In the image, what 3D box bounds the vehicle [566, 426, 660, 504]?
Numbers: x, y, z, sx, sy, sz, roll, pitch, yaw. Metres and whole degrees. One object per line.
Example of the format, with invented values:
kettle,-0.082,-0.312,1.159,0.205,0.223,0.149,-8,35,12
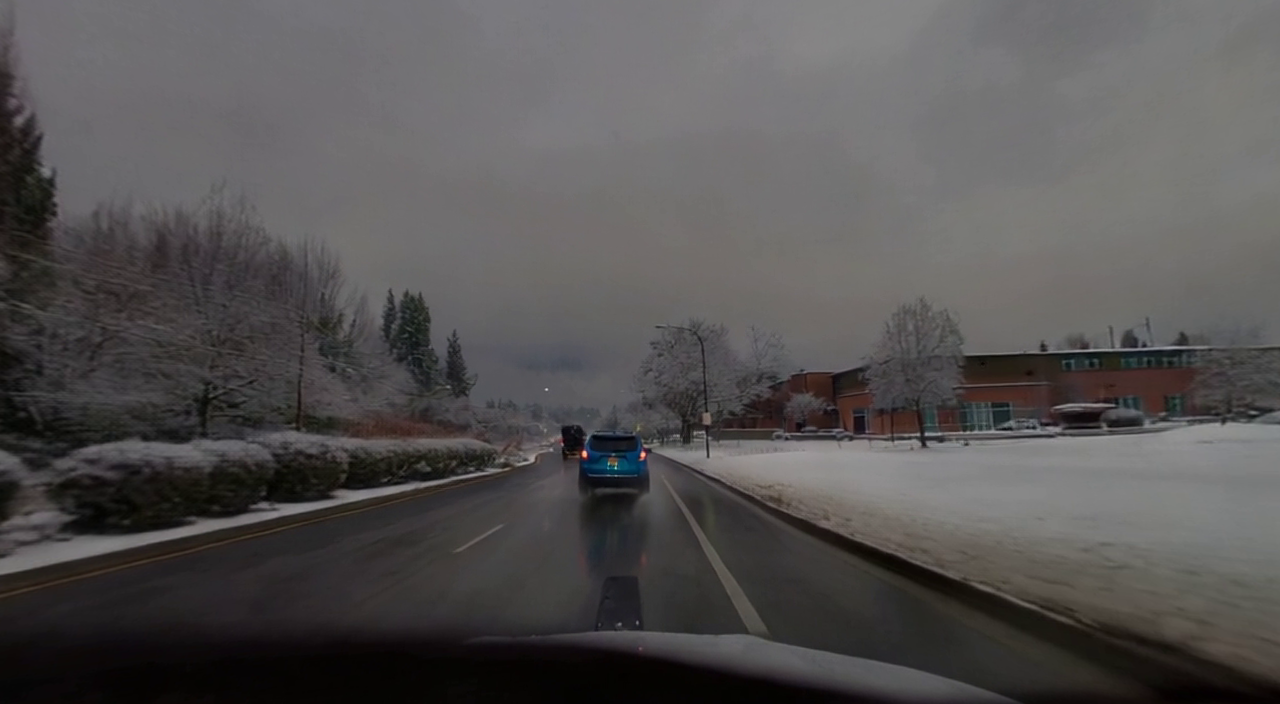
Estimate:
vehicle,-0.626,2.874,16.471,2.131,1.761,4.242,0,-8,-1
